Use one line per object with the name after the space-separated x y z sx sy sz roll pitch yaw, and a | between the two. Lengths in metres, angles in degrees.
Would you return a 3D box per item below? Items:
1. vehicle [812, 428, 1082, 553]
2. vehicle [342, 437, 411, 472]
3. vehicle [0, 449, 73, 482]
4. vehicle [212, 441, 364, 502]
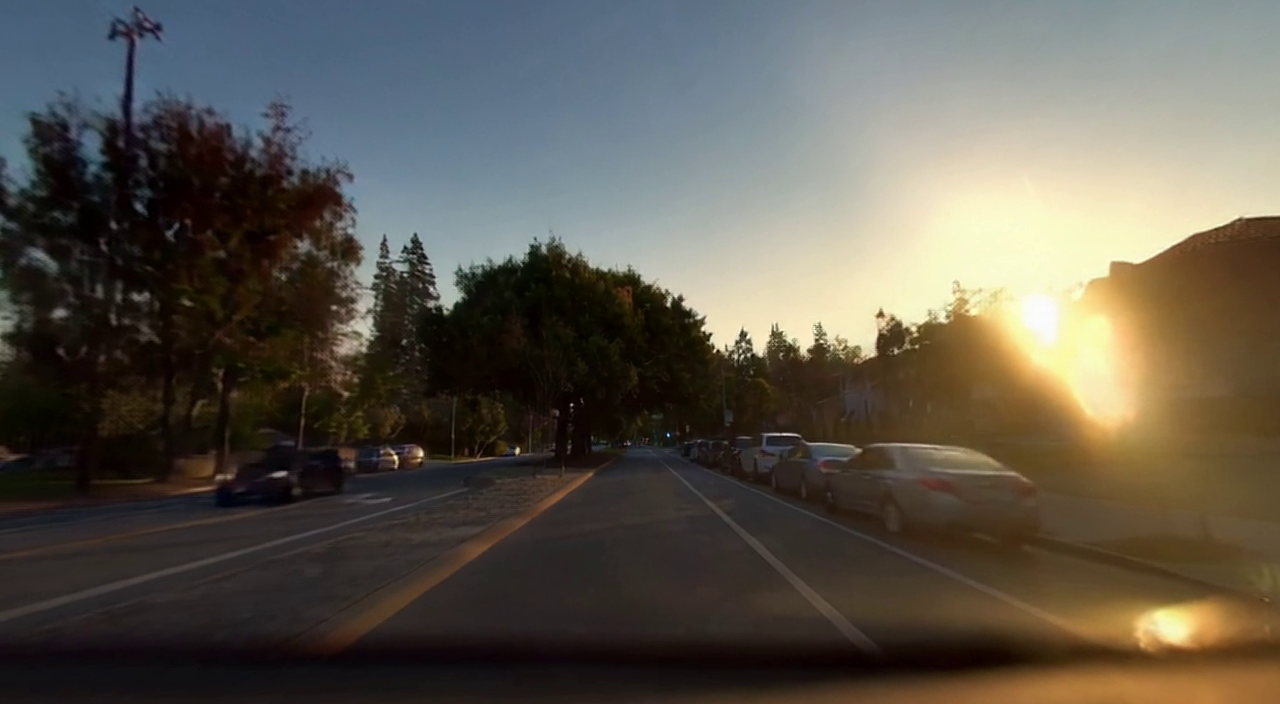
4.435 2.062 10.187 1.927 1.523 4.668 0 -8 -1 | vehicle
-17.897 6.976 43.274 2.360 2.225 5.385 0 -9 0 | vehicle
-30.423 5.408 30.163 4.603 1.498 2.053 0 -9 -1 | vehicle
-10.136 3.440 18.669 1.978 1.566 4.357 0 -9 0 | vehicle
